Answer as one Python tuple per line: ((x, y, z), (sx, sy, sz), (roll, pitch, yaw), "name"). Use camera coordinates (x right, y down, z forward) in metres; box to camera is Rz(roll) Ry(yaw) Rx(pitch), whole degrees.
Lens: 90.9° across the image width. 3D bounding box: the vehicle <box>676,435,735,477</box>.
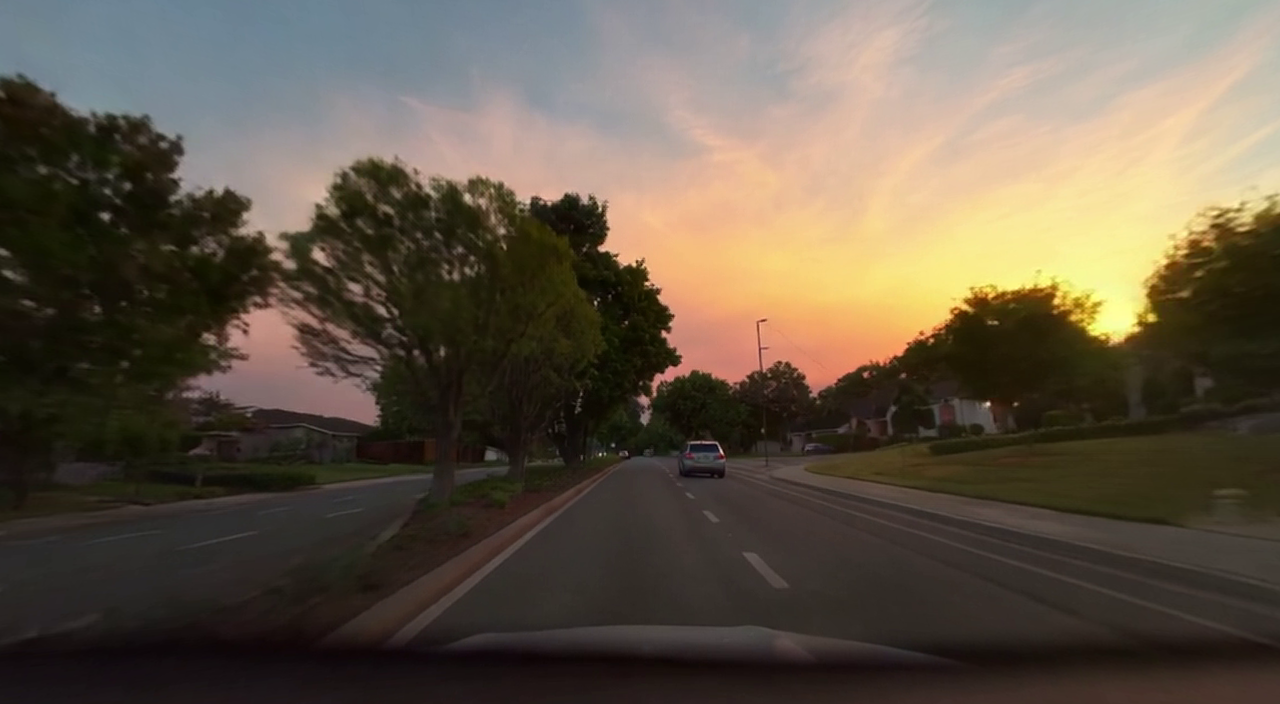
((2.898, 4.738, 28.908), (2.180, 1.773, 4.639), (0, -9, -1), "vehicle")
